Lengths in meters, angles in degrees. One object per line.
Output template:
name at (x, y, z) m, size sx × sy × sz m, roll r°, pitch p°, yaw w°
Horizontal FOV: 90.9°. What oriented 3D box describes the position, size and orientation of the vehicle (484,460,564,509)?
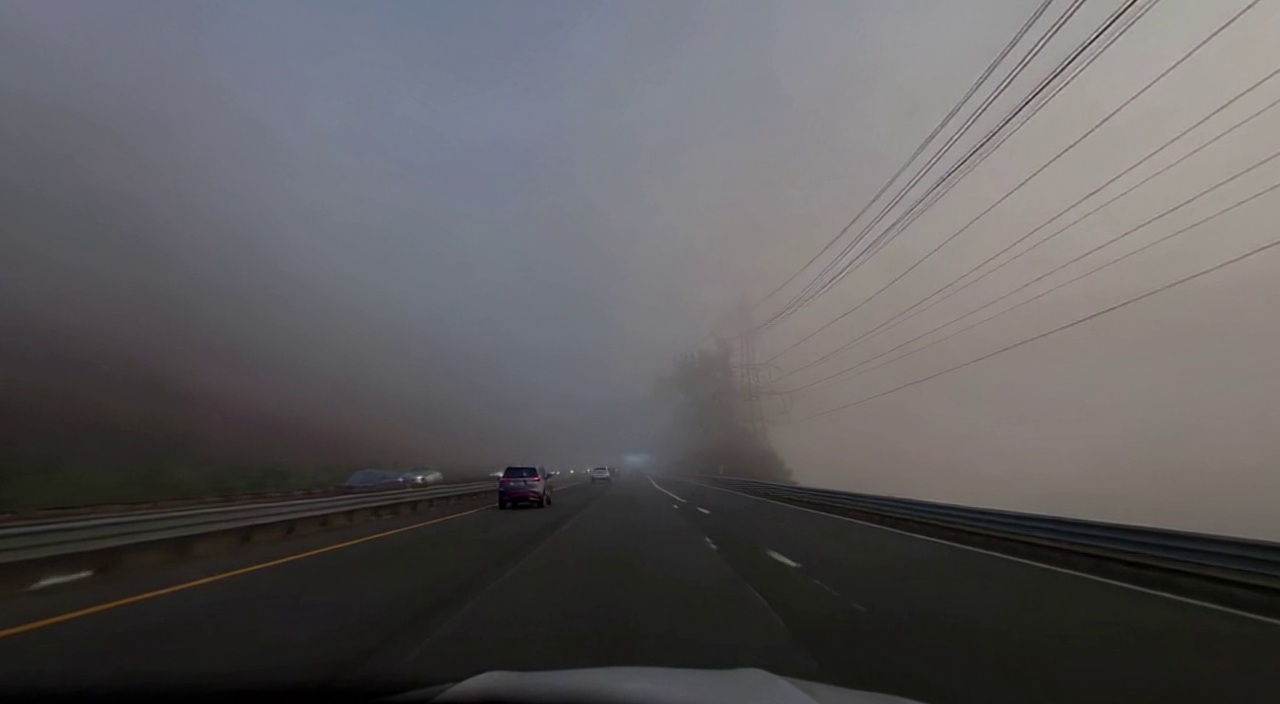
vehicle at (-3.927, 4.597, 22.117) m, size 1.963 × 1.501 × 4.227 m, roll 1°, pitch -11°, yaw 0°
